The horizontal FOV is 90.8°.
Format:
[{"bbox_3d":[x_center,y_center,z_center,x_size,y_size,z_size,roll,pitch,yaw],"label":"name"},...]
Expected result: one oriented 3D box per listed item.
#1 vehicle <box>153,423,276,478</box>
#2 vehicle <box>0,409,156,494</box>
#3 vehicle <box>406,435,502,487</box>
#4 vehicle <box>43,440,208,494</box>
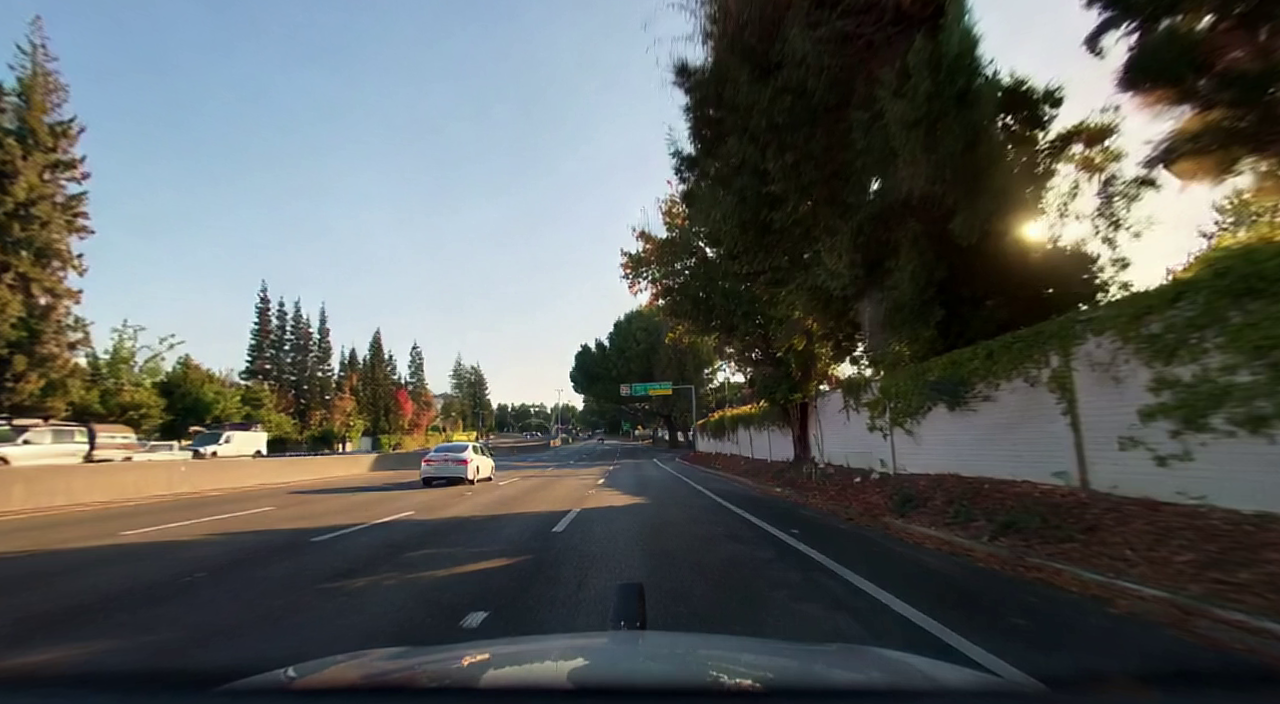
[{"bbox_3d":[-26.417,6.150,39.747,2.778,3.125,7.002,0,-8,0],"label":"vehicle"},{"bbox_3d":[-26.194,4.353,27.755,2.959,3.242,8.689,0,-9,-1],"label":"vehicle"},{"bbox_3d":[-6.726,3.993,23.469,2.115,1.711,4.722,0,-9,0],"label":"vehicle"},{"bbox_3d":[-19.145,4.269,23.946,1.896,1.785,5.244,0,-9,-1],"label":"vehicle"}]
